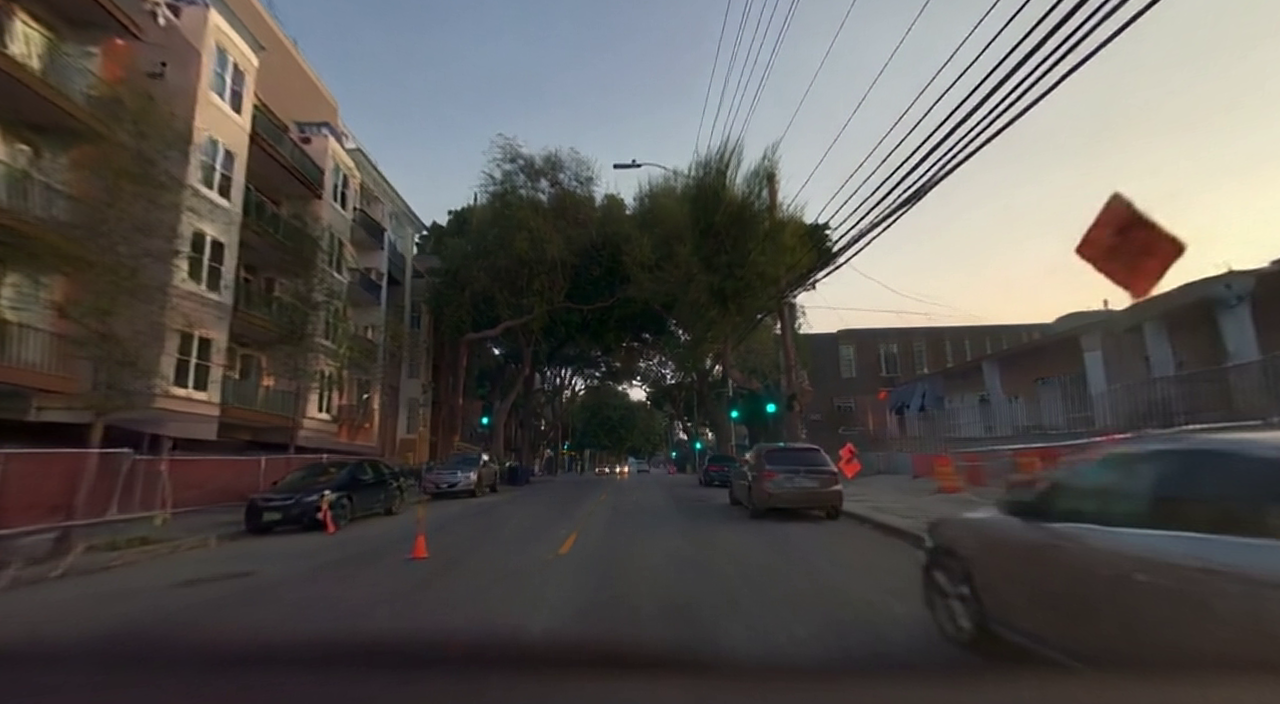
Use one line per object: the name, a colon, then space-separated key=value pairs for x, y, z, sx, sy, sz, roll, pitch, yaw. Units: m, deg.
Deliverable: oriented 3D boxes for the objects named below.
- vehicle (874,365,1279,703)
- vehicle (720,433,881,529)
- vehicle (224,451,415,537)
vehicle: x=3.184 y=1.058 z=3.324 sx=2.155 sy=1.648 sz=4.282 roll=0 pitch=-8 yaw=-1
vehicle: x=3.250 y=2.723 z=14.080 sx=2.141 sy=1.737 sz=5.009 roll=0 pitch=-8 yaw=-2
vehicle: x=-6.472 y=2.870 z=13.436 sx=1.968 sy=1.450 sz=4.271 roll=0 pitch=-8 yaw=-3
